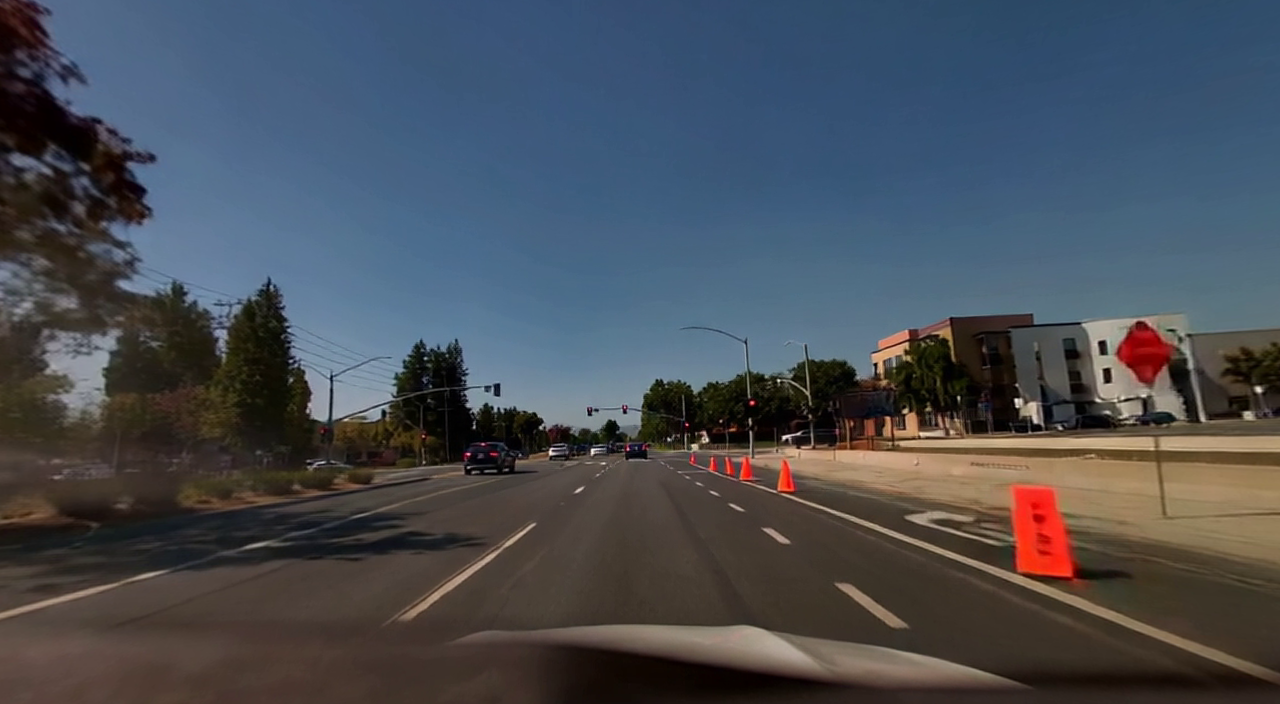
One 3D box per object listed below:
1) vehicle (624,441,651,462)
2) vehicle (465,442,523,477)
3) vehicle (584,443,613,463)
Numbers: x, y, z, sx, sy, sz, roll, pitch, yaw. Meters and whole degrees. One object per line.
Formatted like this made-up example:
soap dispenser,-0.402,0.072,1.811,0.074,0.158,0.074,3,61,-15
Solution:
vehicle,-0.155,7.633,48.684,1.985,1.521,3.968,0,-9,0
vehicle,-7.002,5.182,30.675,1.869,1.570,4.064,0,-9,-1
vehicle,-3.243,7.900,49.577,1.946,1.437,4.154,0,-9,1
